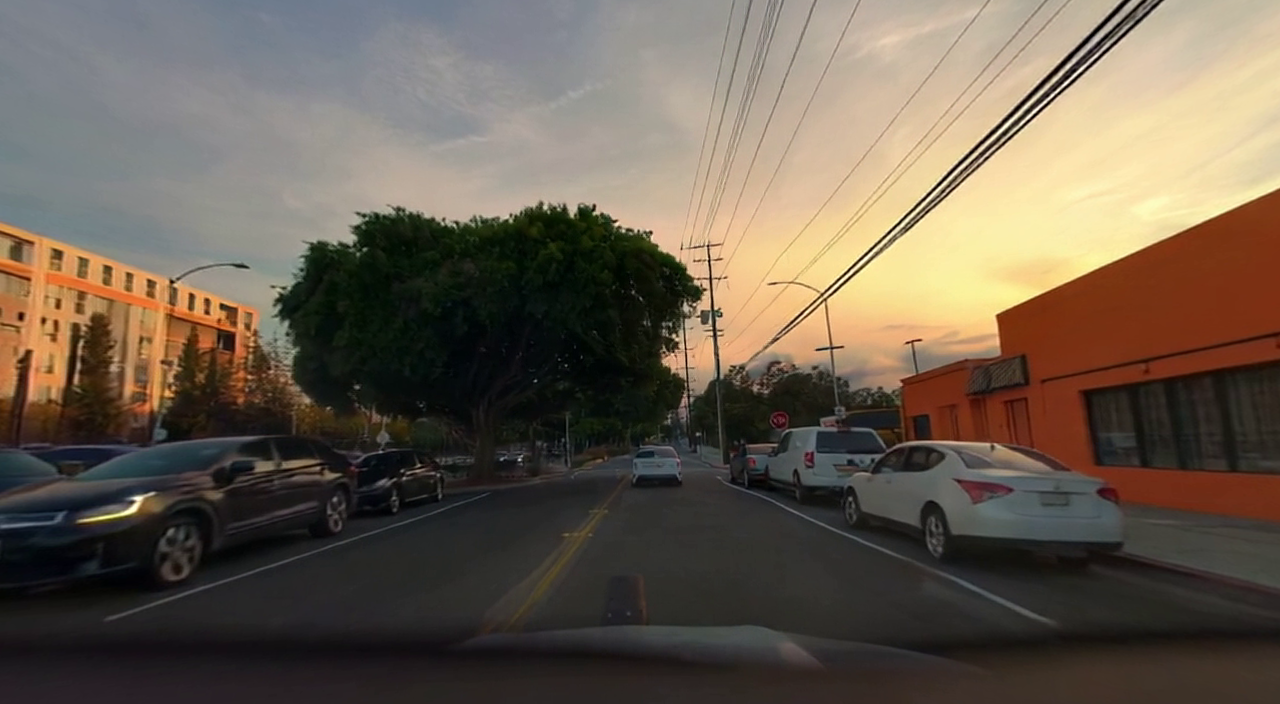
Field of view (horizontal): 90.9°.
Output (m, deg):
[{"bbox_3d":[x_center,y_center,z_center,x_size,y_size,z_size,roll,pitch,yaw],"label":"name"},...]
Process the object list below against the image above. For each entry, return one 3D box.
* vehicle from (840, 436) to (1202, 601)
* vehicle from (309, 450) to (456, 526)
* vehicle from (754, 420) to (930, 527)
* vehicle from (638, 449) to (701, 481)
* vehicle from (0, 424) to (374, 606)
[{"bbox_3d":[4.135,1.825,7.964,1.840,1.452,4.517,0,-8,2],"label":"vehicle"},{"bbox_3d":[-5.709,3.011,14.509,1.820,1.482,3.737,0,-8,-1],"label":"vehicle"},{"bbox_3d":[4.069,2.505,13.756,2.178,1.856,4.756,2,-7,-1],"label":"vehicle"},{"bbox_3d":[1.588,5.685,32.147,2.033,1.464,4.645,-3,-9,18],"label":"vehicle"},{"bbox_3d":[-5.885,1.995,8.869,2.146,1.775,5.117,0,-8,-2],"label":"vehicle"}]
